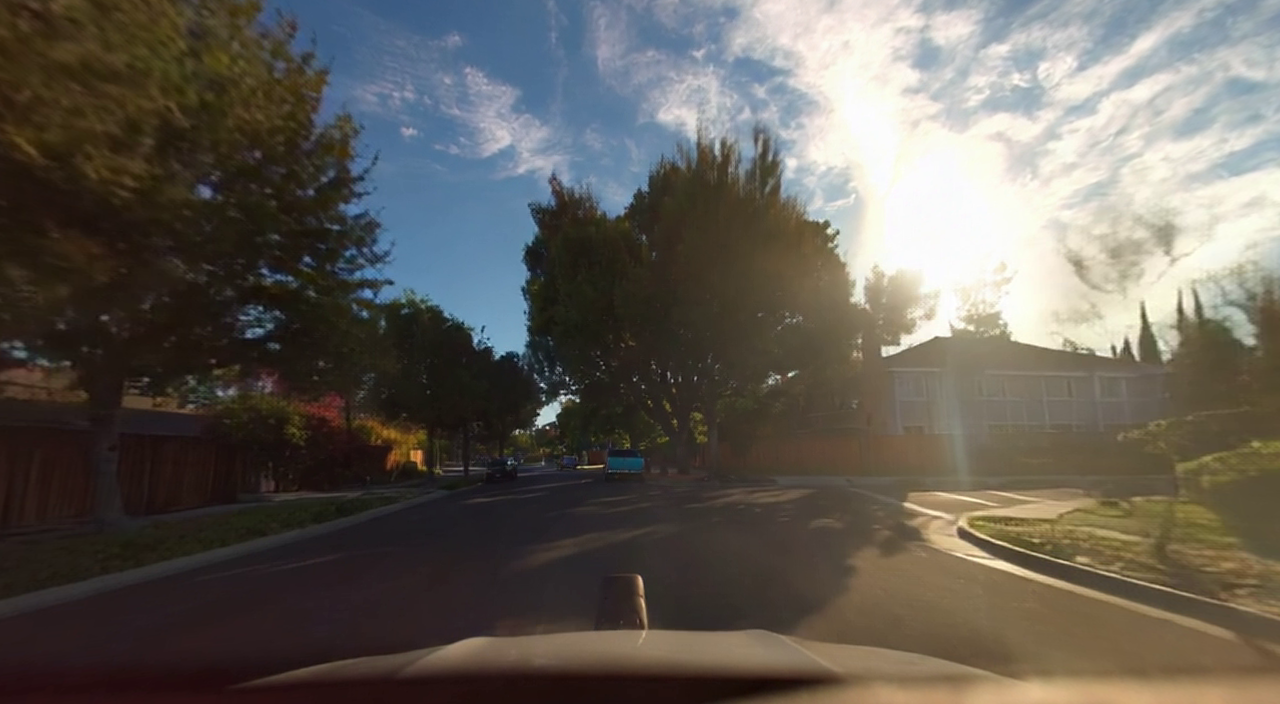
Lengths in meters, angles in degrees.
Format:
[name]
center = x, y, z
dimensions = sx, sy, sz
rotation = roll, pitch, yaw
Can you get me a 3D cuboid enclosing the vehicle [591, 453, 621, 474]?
[vehicle]
center = -2.589, 8.316, 47.383
dimensions = 2.064, 1.477, 3.968
rotation = 1, -9, -5
